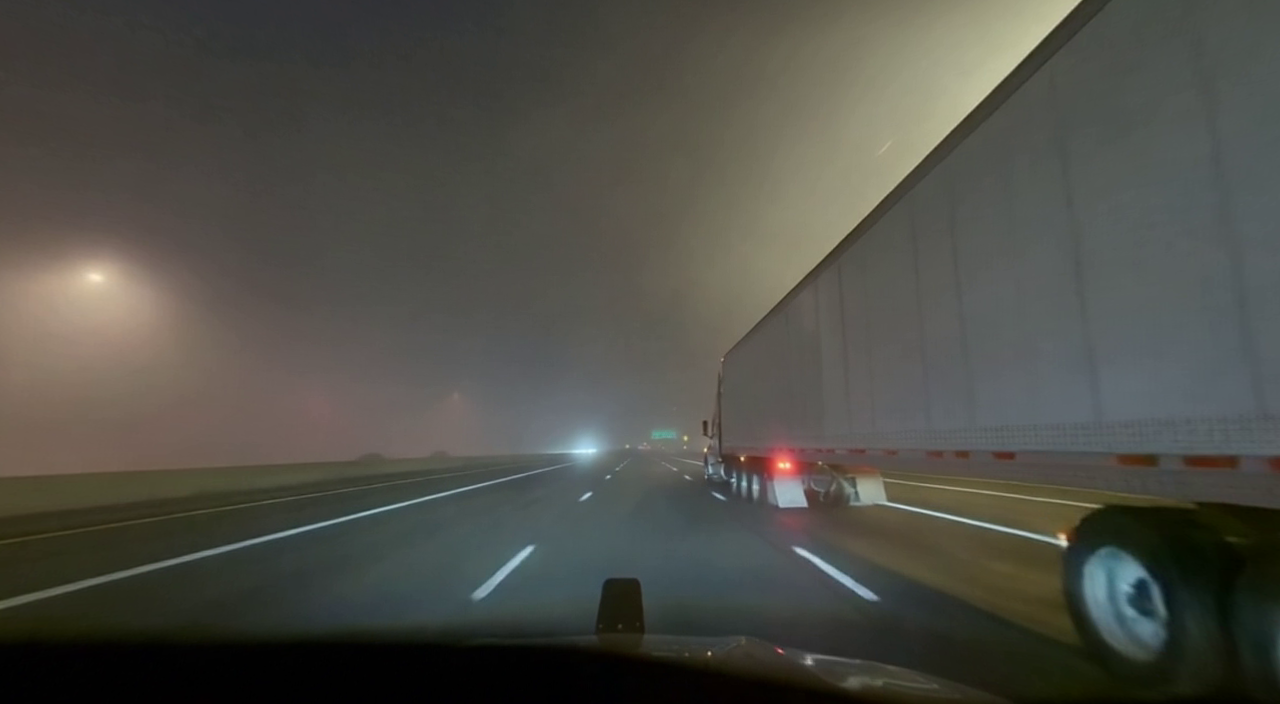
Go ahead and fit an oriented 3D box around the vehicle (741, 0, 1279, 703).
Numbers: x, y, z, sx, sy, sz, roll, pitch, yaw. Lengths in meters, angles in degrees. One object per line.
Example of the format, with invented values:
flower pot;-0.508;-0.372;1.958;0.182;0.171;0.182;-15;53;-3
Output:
vehicle;3.811;0.251;6.833;2.949;4.149;16.046;0;-9;1
